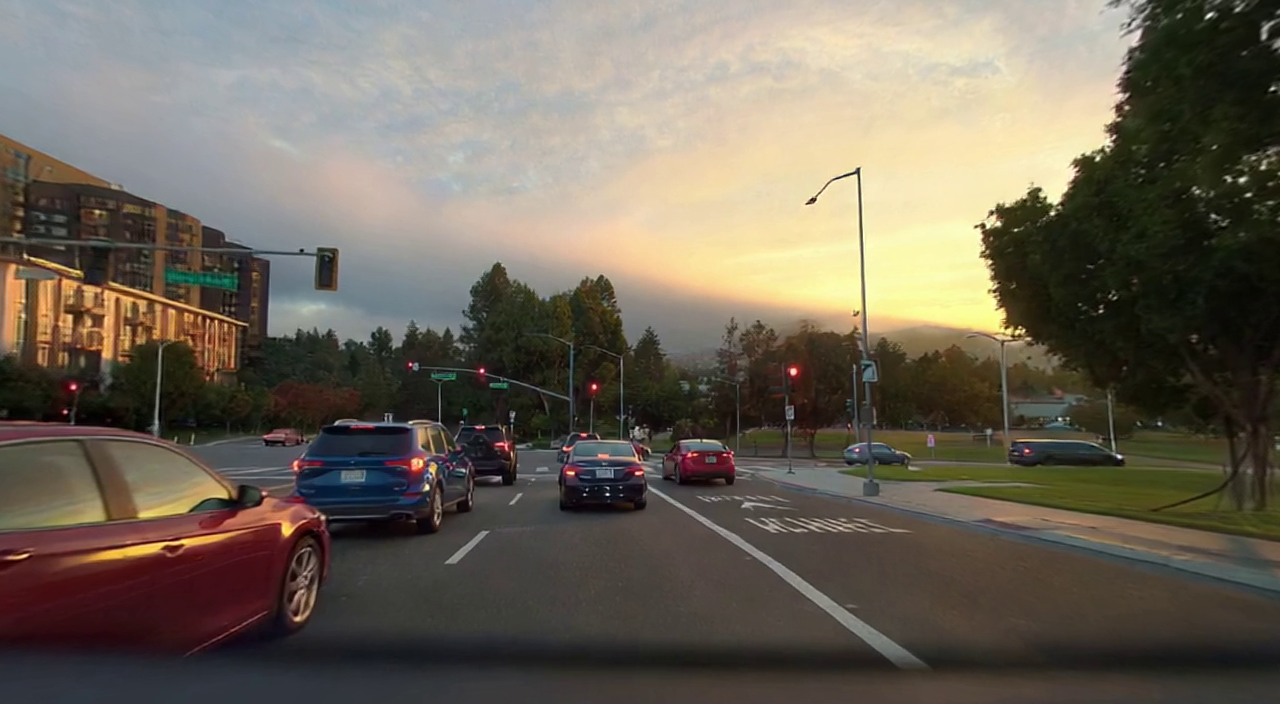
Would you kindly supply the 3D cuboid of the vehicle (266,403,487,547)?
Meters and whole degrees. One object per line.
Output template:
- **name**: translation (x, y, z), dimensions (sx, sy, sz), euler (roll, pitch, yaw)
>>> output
- **vehicle**: translation (-3.752, 1.830, 9.992), dimensions (1.924, 1.737, 4.387), euler (1, -9, -5)

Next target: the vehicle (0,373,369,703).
- **vehicle**: translation (-3.186, 0.946, 2.800), dimensions (2.105, 1.510, 4.643), euler (0, -8, -3)

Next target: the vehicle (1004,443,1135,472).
- **vehicle**: translation (31.778, 7.817, 46.964), dimensions (7.585, 1.987, 3.158), euler (0, -8, -3)

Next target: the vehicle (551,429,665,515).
- **vehicle**: translation (-0.808, 2.433, 13.364), dimensions (2.001, 1.483, 4.442), euler (1, -9, -6)

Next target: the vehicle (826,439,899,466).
- **vehicle**: translation (15.709, 7.118, 44.747), dimensions (4.394, 1.802, 1.924), euler (1, -9, -8)
